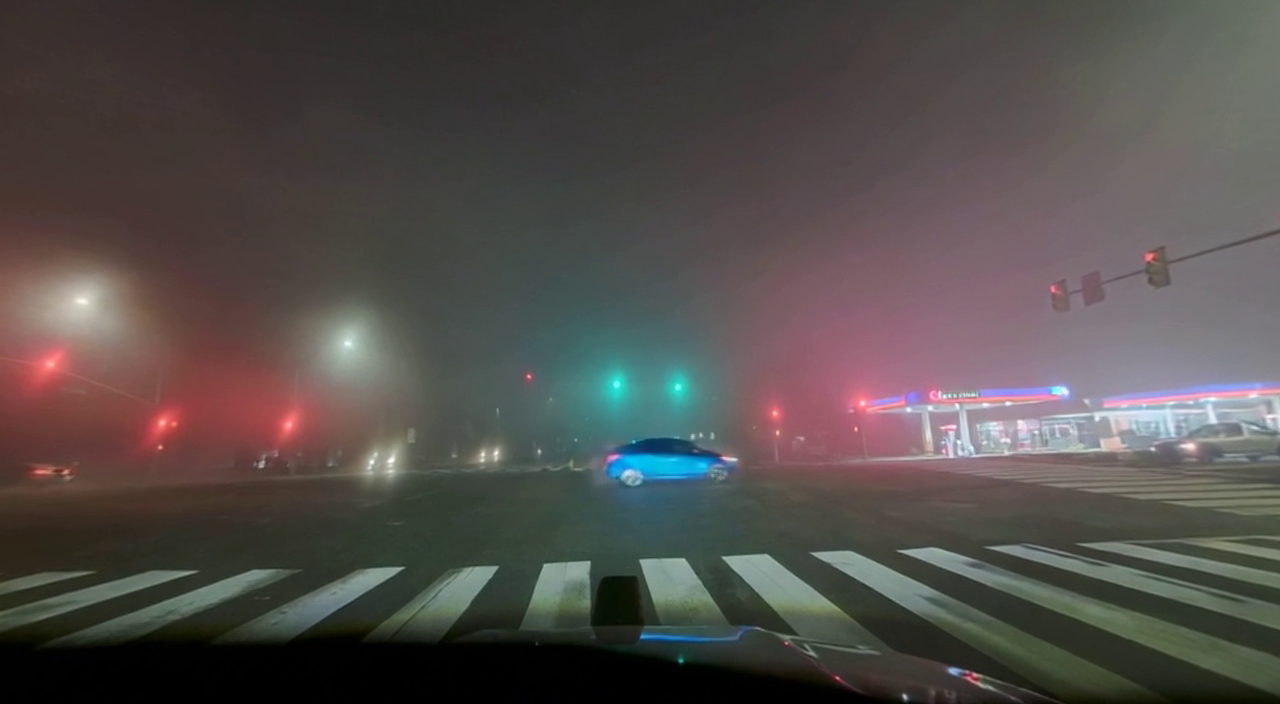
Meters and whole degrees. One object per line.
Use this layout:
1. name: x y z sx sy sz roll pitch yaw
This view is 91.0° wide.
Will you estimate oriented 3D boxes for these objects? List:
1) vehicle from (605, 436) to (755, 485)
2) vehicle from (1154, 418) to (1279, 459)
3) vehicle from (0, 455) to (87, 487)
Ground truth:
1. vehicle: 1.237 3.419 19.917 4.488 1.463 1.888 -1 -8 4
2. vehicle: 22.824 3.295 23.964 4.696 1.483 1.898 -1 -8 3
3. vehicle: -39.288 7.567 40.237 5.789 1.893 2.169 -1 -8 3
